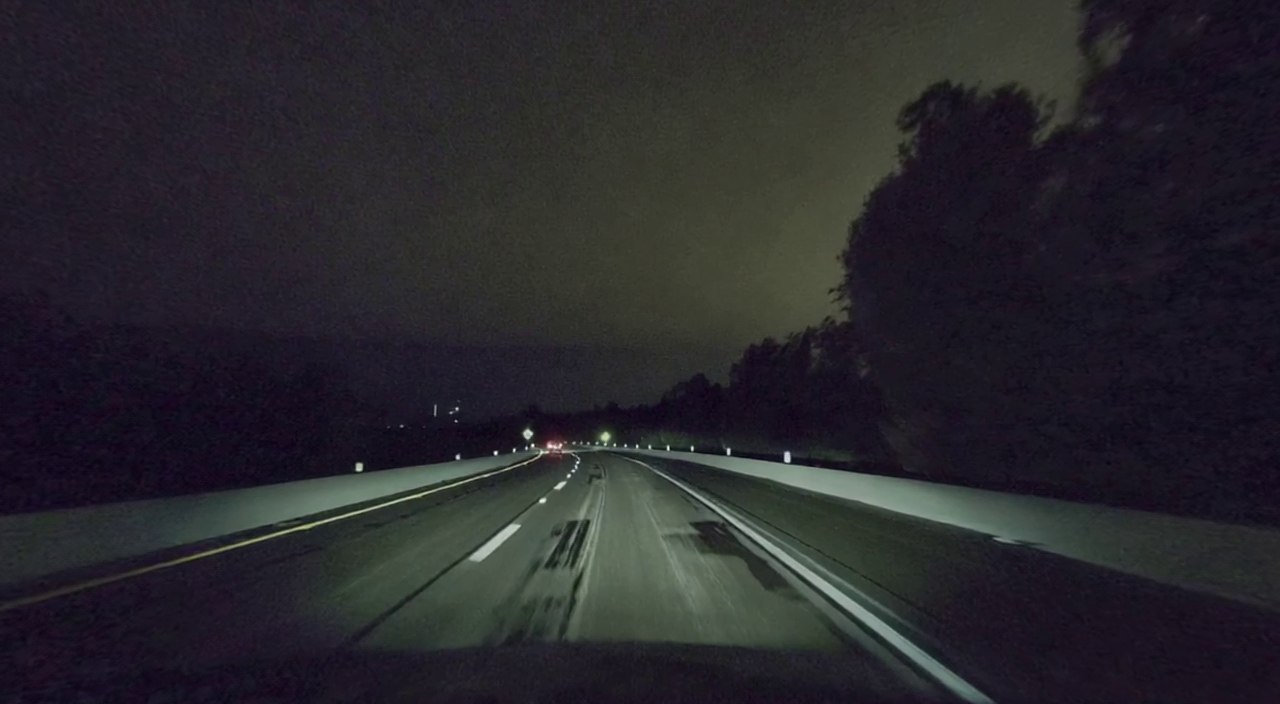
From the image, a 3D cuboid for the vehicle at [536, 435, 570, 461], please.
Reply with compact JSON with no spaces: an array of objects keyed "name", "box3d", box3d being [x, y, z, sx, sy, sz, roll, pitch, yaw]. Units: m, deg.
[{"name":"vehicle","box3d":[-6.675,7.482,48.993,2.410,1.873,4.784,0,-8,-5]}]
